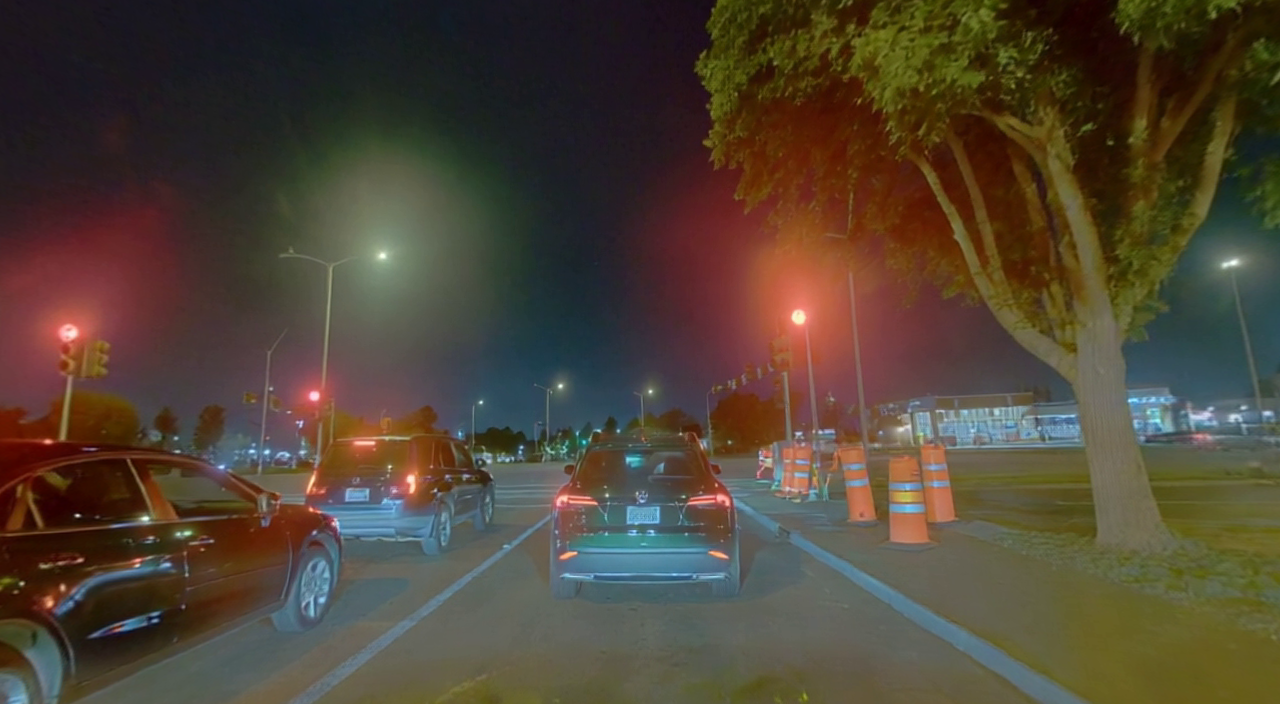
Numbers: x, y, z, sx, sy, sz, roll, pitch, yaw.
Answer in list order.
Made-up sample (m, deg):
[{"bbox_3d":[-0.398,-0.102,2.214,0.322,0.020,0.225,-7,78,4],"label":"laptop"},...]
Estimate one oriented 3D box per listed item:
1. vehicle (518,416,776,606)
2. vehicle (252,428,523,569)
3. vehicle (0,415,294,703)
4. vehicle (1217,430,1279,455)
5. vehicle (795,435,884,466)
[{"bbox_3d":[0.100,1.617,7.212,2.167,1.560,3.676,0,-9,1],"label":"vehicle"},{"bbox_3d":[-3.282,1.995,9.444,1.989,1.541,4.626,0,-9,2],"label":"vehicle"},{"bbox_3d":[-3.595,0.943,2.146,2.064,1.497,4.722,0,-9,1],"label":"vehicle"},{"bbox_3d":[40.426,5.897,40.904,4.051,1.583,1.794,0,-9,1],"label":"vehicle"},{"bbox_3d":[12.851,6.406,40.863,5.082,1.907,2.115,0,-9,3],"label":"vehicle"}]
